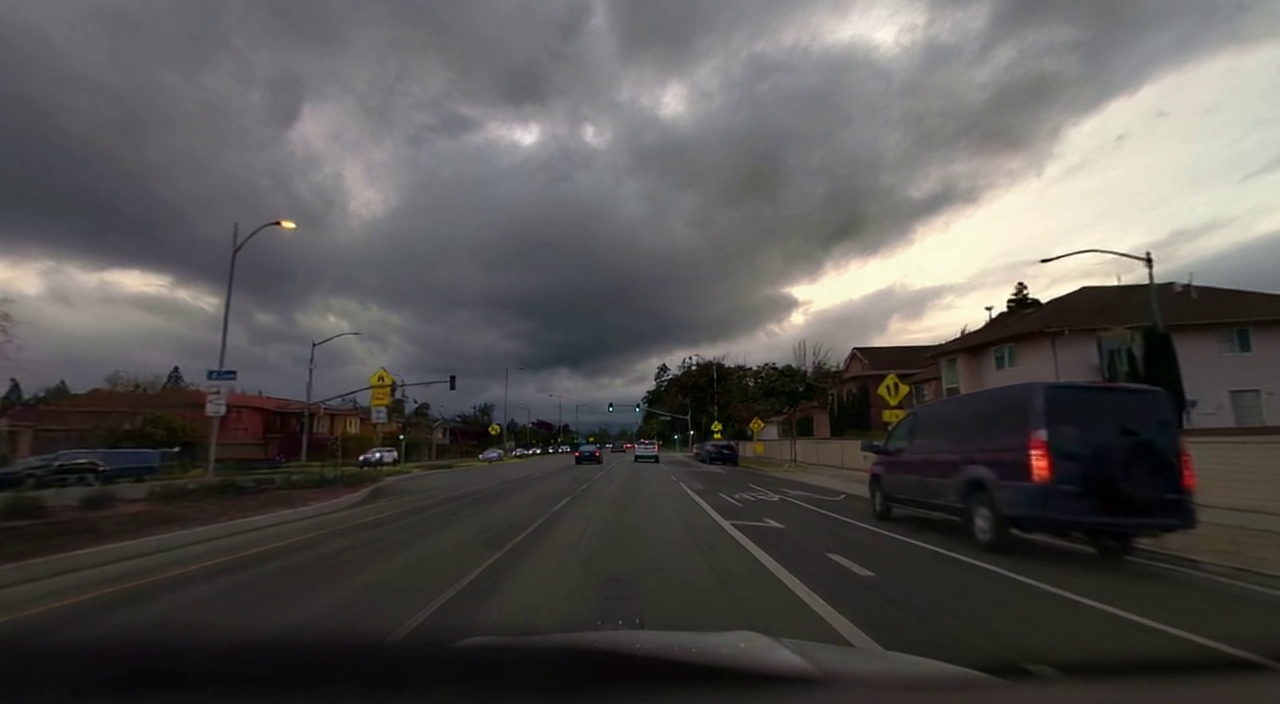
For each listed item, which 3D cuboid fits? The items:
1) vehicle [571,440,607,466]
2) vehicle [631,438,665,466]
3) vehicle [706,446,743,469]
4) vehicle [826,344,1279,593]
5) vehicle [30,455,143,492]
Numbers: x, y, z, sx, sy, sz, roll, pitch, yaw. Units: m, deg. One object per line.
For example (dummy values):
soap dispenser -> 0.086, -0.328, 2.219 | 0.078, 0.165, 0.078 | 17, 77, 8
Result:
vehicle -> -3.668, 7.317, 45.912 | 2.233, 1.775, 4.491 | 0, -9, 0
vehicle -> 0.522, 7.189, 45.489 | 2.273, 1.851, 5.075 | 0, -9, -1
vehicle -> 5.686, 7.144, 42.973 | 1.836, 1.442, 4.247 | 0, -9, -1
vehicle -> 5.512, 1.653, 9.910 | 2.763, 2.329, 7.864 | 0, -8, 0
vehicle -> -25.878, 5.663, 29.746 | 1.796, 1.511, 3.879 | 0, -9, 0
